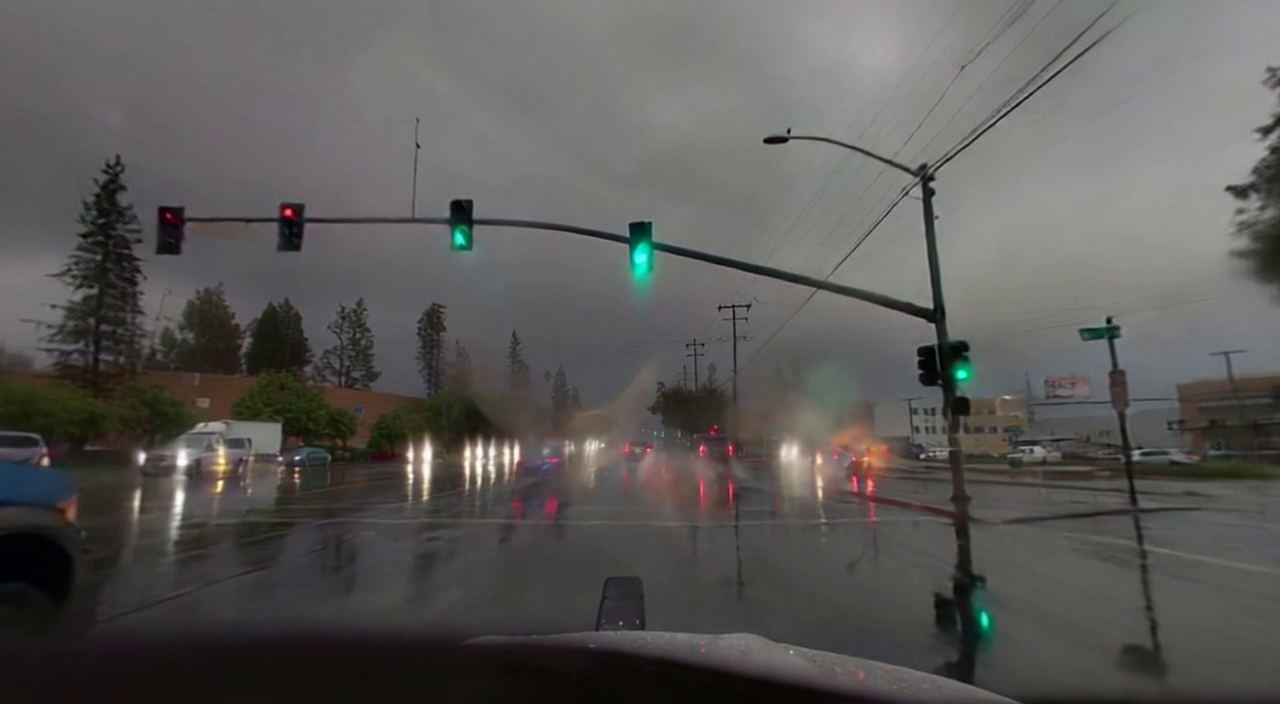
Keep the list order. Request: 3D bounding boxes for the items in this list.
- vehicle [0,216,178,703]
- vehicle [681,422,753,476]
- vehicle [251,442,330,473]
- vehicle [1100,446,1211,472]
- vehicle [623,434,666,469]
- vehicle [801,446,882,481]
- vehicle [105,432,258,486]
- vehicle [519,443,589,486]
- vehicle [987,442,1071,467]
[{"bbox_3d":[-3.745,0.248,0.308,2.402,2.194,6.051,0,-8,0],"label":"vehicle"},{"bbox_3d":[4.014,5.284,34.468,2.905,2.636,6.895,0,-9,-1],"label":"vehicle"},{"bbox_3d":[-20.974,6.357,38.173,2.129,1.668,4.614,-1,-9,0],"label":"vehicle"},{"bbox_3d":[30.836,6.384,37.924,1.868,1.447,4.690,5,-10,-29],"label":"vehicle"},{"bbox_3d":[0.291,6.573,41.908,2.643,2.145,5.585,0,-8,0],"label":"vehicle"},{"bbox_3d":[10.090,5.590,32.000,2.010,1.633,4.246,2,-9,-11],"label":"vehicle"},{"bbox_3d":[-17.806,4.170,24.987,2.000,1.894,5.301,0,-8,1],"label":"vehicle"},{"bbox_3d":[-3.174,4.247,24.200,1.939,1.494,4.499,0,-8,1],"label":"vehicle"},{"bbox_3d":[27.430,7.214,44.704,2.012,1.701,4.524,5,-10,-31],"label":"vehicle"}]
